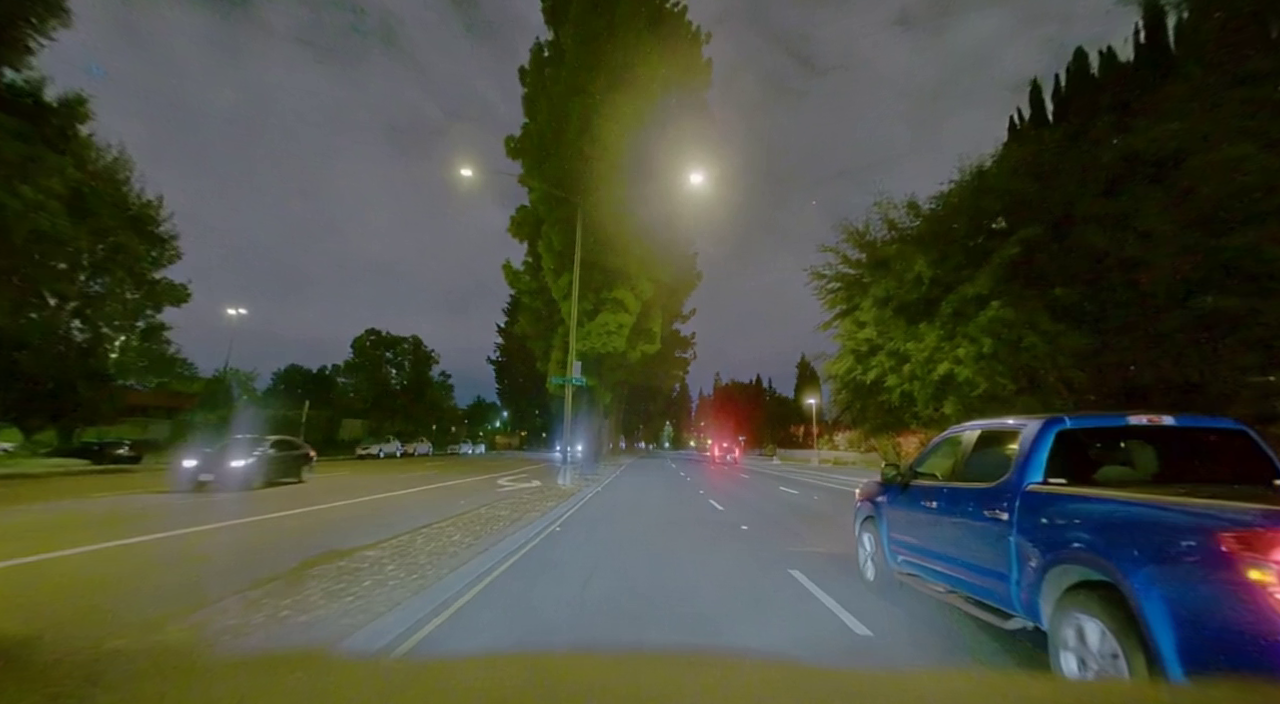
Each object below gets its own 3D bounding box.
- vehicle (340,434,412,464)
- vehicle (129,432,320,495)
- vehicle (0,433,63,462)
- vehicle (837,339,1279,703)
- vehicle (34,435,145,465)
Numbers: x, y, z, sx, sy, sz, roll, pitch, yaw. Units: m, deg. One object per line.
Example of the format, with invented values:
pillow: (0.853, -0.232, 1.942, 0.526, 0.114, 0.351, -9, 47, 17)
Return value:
vehicle: (-18.152, 6.719, 43.786, 2.398, 1.883, 5.729, 0, -8, 2)
vehicle: (-11.164, 3.021, 17.464, 2.057, 1.482, 4.611, 0, -8, 2)
vehicle: (-33.739, 5.077, 33.544, 1.917, 1.489, 4.302, 0, -8, -1)
vehicle: (3.043, 1.119, 3.959, 2.108, 1.712, 4.616, 0, -8, 0)
vehicle: (-28.396, 5.078, 32.723, 1.836, 1.426, 4.334, 0, -8, 0)
